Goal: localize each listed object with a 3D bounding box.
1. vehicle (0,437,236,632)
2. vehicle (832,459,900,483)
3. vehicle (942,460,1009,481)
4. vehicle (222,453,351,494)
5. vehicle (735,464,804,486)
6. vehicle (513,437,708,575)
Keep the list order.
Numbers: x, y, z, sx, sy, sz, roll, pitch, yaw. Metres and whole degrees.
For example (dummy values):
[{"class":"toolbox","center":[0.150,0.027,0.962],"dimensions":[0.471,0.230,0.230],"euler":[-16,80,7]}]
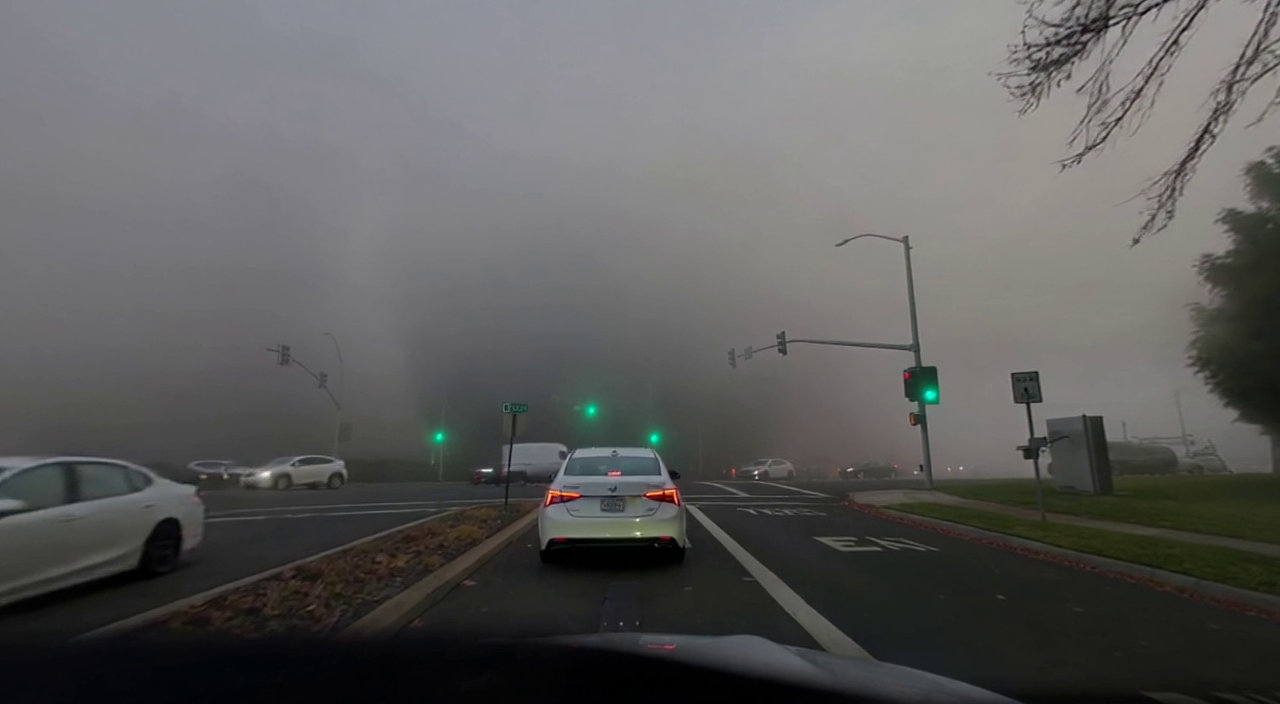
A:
[{"class":"vehicle","center":[-6.198,1.582,5.868],"dimensions":[2.078,1.534,4.646],"euler":[1,-9,-4]},{"class":"vehicle","center":[16.469,8.672,46.152],"dimensions":[4.337,1.637,1.860],"euler":[2,-9,-16]},{"class":"vehicle","center":[25.937,9.149,48.853],"dimensions":[4.358,1.471,1.875],"euler":[2,-9,-16]},{"class":"vehicle","center":[-18.533,6.359,33.263],"dimensions":[5.500,2.012,2.201],"euler":[-1,-9,5]},{"class":"vehicle","center":[9.046,8.581,44.147],"dimensions":[4.254,1.359,1.895],"euler":[2,-9,-16]},{"class":"vehicle","center":[-0.367,1.996,9.069],"dimensions":[2.112,1.479,4.264],"euler":[0,-9,-1]}]
